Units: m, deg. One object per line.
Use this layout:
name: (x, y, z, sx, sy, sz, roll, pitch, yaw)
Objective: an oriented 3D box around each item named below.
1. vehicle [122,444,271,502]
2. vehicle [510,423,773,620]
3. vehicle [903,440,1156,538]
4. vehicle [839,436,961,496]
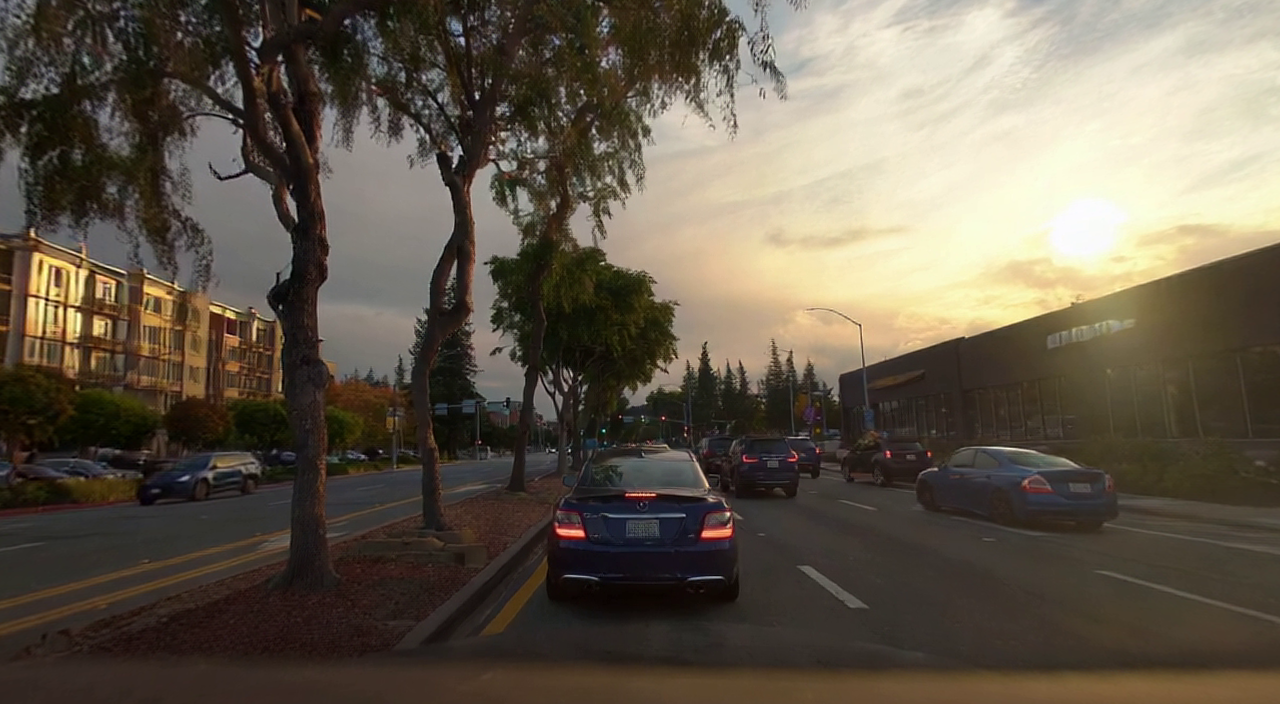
vehicle: (-15.034, 4.067, 21.745, 2.163, 1.743, 4.428, 1, -8, -5)
vehicle: (-0.017, 1.601, 7.009, 1.977, 1.465, 4.376, 0, -8, -1)
vehicle: (6.837, 2.401, 11.794, 1.911, 1.468, 4.417, 0, -8, 0)
vehicle: (7.919, 3.484, 19.751, 1.963, 1.637, 4.527, 0, -8, 1)
